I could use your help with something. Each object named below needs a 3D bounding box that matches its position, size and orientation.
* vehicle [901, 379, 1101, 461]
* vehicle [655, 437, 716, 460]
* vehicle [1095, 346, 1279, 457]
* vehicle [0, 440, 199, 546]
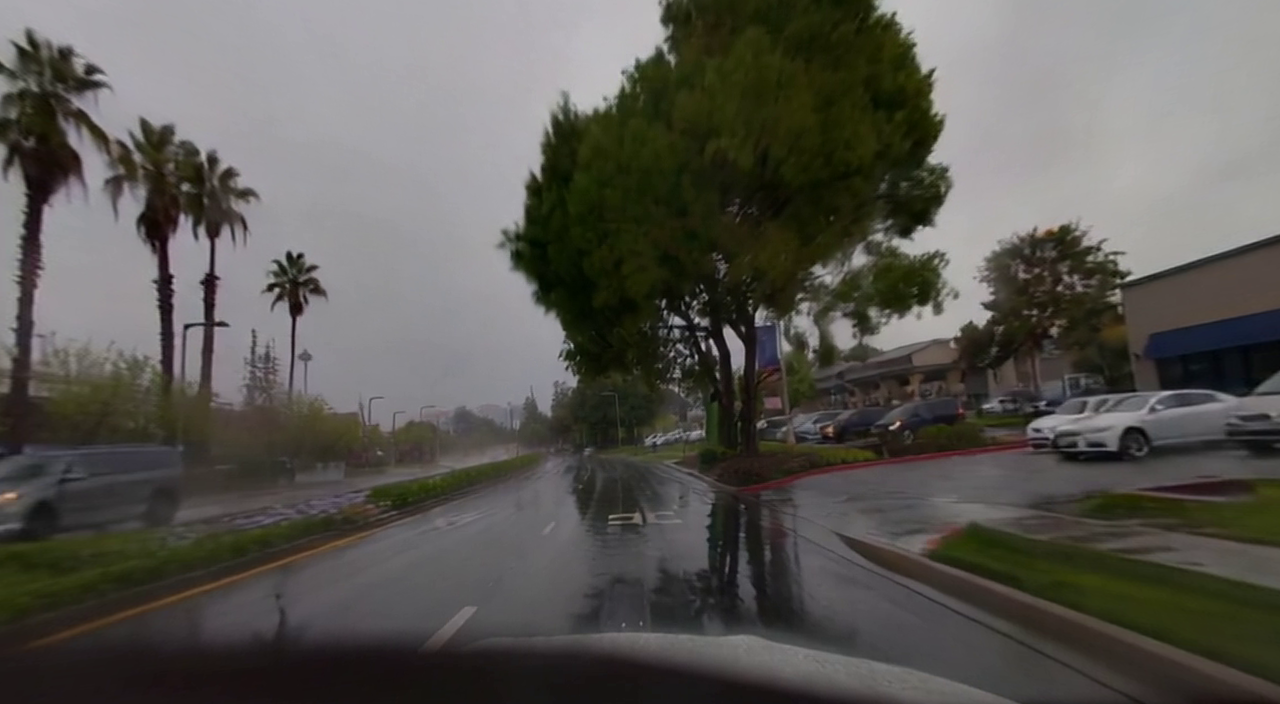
[{"bbox_3d":[11.486,2.263,20.315,4.873,1.955,2.245,-6,-11,-1],"label":"vehicle"},{"bbox_3d":[3.436,7.207,47.017,4.248,1.663,2.180,8,-11,-43],"label":"vehicle"},{"bbox_3d":[10.610,0.876,10.418,4.423,1.662,2.097,0,-8,1],"label":"vehicle"},{"bbox_3d":[-12.977,3.026,14.308,2.239,1.955,5.017,0,-8,-1],"label":"vehicle"}]
